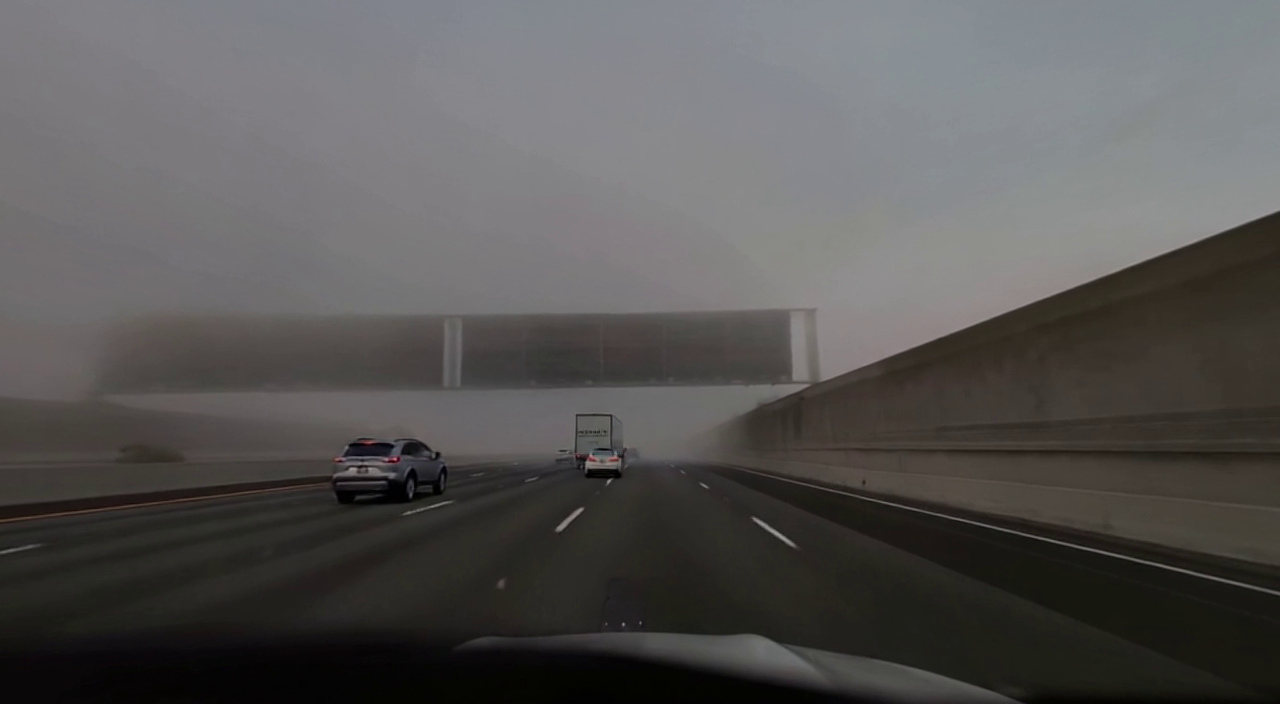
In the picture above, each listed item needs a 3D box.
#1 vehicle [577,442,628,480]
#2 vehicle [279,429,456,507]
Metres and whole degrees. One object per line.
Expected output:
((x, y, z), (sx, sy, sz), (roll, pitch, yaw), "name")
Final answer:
((-1.631, 4.899, 28.556), (2.168, 1.597, 3.615), (0, -9, -1), "vehicle")
((-7.015, 3.055, 17.079), (2.401, 1.759, 5.126), (0, -9, 1), "vehicle")
